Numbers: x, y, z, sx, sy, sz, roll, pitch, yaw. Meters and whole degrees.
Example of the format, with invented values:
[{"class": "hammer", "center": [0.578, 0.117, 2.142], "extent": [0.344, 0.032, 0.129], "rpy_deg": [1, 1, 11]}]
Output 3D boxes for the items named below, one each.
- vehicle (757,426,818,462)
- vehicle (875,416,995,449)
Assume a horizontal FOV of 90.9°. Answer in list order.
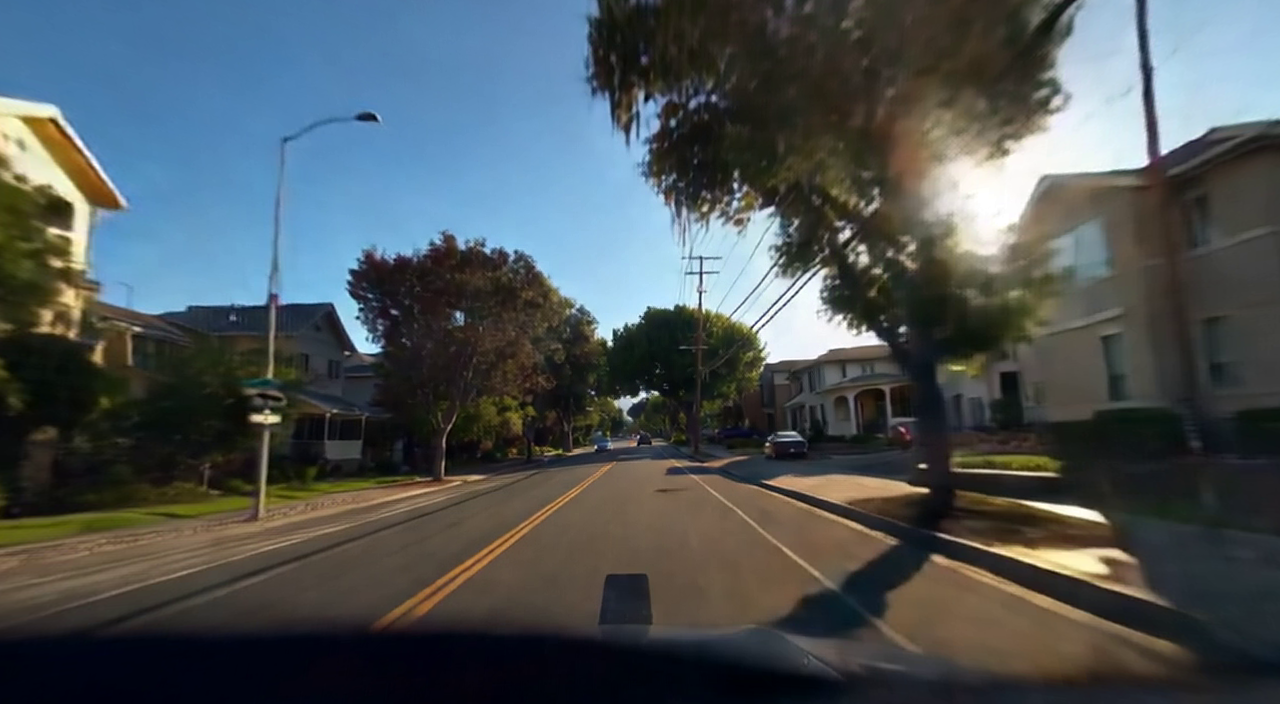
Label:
[{"class": "vehicle", "center": [7.221, 4.556, 31.270], "extent": [2.071, 1.510, 4.418], "rpy_deg": [-4, -9, 2]}, {"class": "vehicle", "center": [14.317, 3.968, 30.826], "extent": [4.848, 1.509, 1.976], "rpy_deg": [-1, -9, 7]}]
